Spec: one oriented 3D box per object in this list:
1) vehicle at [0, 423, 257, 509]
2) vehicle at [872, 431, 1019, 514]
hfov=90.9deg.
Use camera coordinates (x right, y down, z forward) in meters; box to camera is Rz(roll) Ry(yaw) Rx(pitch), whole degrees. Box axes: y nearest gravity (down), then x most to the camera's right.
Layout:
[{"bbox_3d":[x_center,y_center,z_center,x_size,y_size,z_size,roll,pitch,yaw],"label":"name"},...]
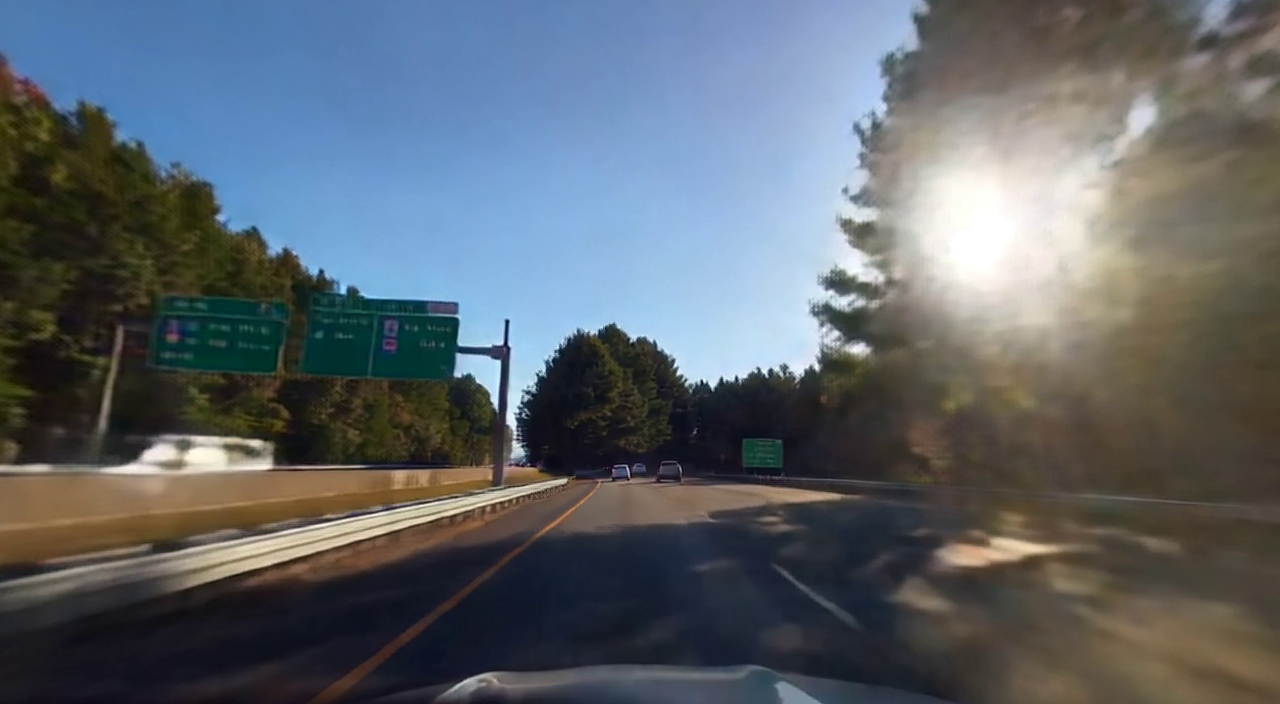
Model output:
[{"bbox_3d":[-10.647,2.453,13.558,1.965,1.501,4.441,1,-10,0],"label":"vehicle"},{"bbox_3d":[11.551,4.674,24.575,2.398,2.721,6.295,1,-11,-1],"label":"vehicle"}]
